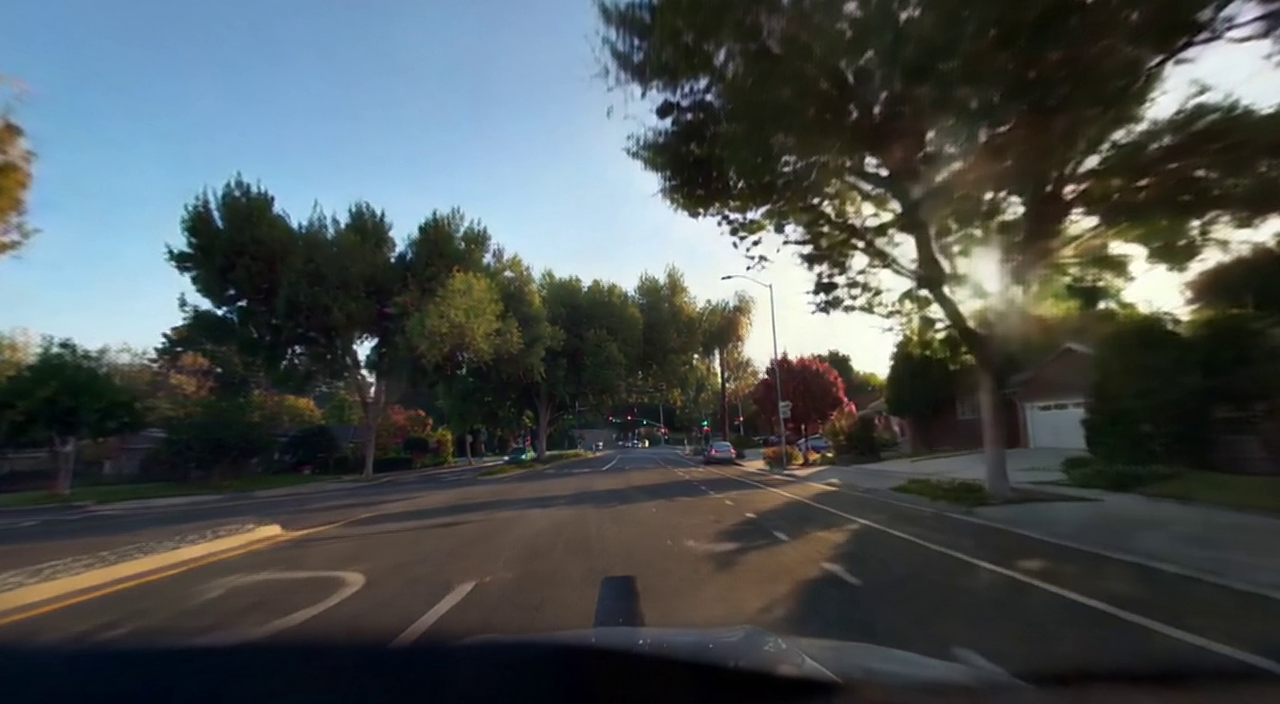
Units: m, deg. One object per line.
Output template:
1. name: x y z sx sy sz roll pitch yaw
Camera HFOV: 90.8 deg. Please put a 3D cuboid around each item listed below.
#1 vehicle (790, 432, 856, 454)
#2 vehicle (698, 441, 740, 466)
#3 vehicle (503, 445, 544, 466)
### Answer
1. vehicle: 13.148 6.567 45.597 4.164 1.470 1.921 0 -6 2
2. vehicle: 4.899 6.351 39.744 1.917 1.440 4.335 0 -8 -2
3. vehicle: -9.037 8.037 49.282 2.067 1.491 4.807 -1 -8 3
